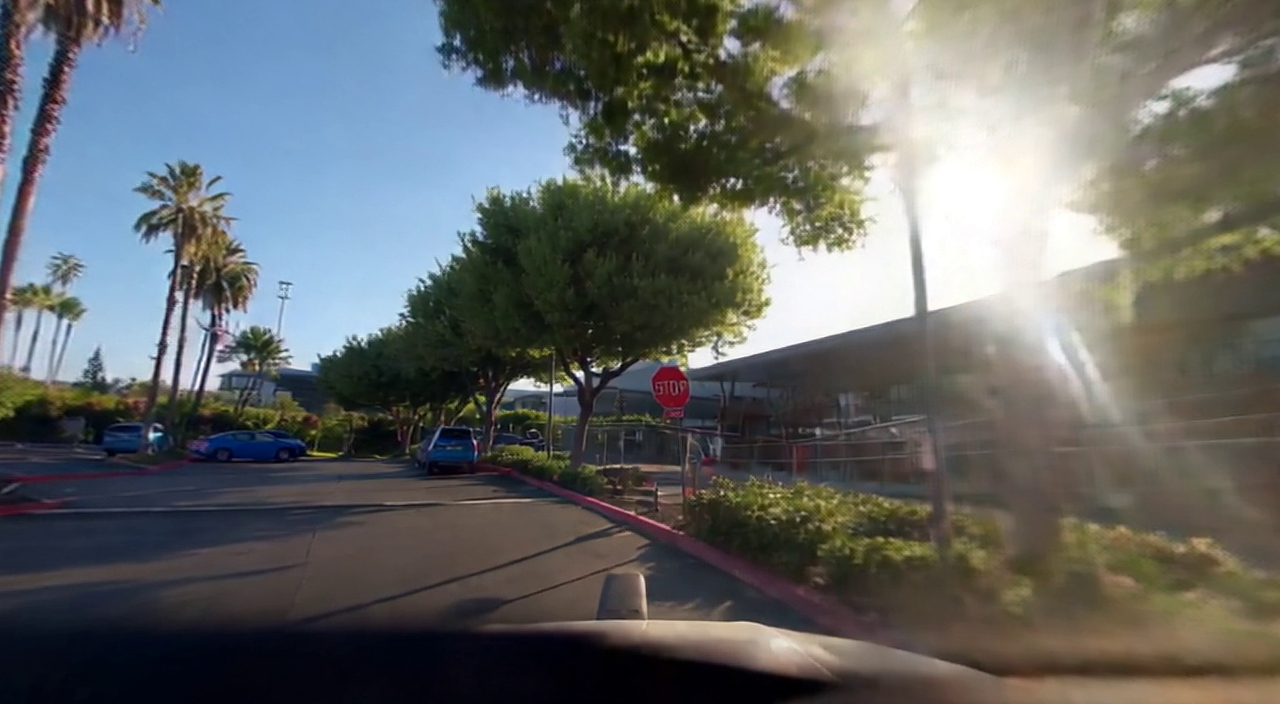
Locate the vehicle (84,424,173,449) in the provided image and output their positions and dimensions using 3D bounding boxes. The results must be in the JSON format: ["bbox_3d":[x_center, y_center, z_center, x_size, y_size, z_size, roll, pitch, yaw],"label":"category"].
[{"bbox_3d":[-34.443,5.734,42.644,4.457,1.552,1.748,7,-11,-39],"label":"vehicle"}]

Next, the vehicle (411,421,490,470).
[{"bbox_3d":[-7.415,3.623,24.446,2.071,1.700,4.367,4,-10,-27],"label":"vehicle"}]
